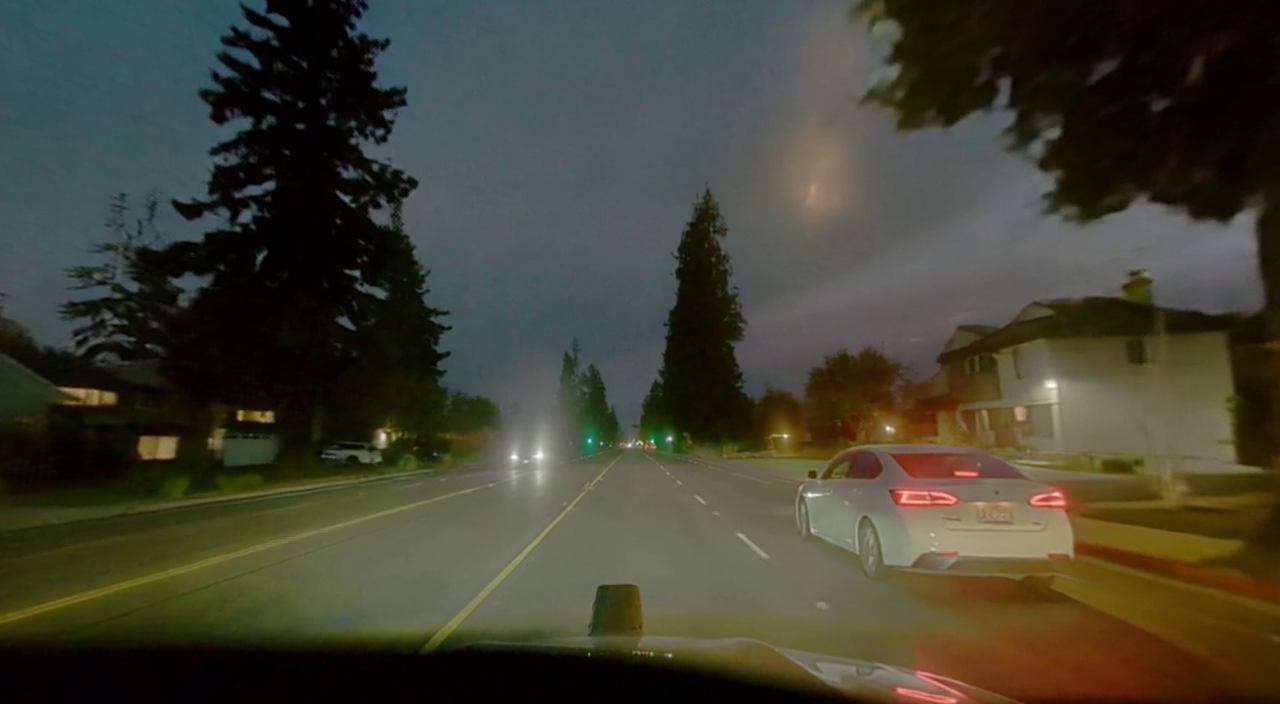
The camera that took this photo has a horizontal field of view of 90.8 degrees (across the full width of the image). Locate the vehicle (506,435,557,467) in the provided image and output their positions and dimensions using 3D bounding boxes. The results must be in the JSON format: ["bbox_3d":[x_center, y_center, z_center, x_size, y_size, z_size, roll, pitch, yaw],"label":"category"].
[{"bbox_3d":[-7.215,6.690,42.781,2.334,1.985,6.274,0,-9,0],"label":"vehicle"}]

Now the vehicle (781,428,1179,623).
[{"bbox_3d":[3.129,1.669,7.096,2.057,1.493,4.225,0,-9,-1],"label":"vehicle"}]

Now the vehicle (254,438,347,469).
[{"bbox_3d":[-20.647,6.168,38.541,4.445,1.822,2.095,-1,-9,4],"label":"vehicle"}]
